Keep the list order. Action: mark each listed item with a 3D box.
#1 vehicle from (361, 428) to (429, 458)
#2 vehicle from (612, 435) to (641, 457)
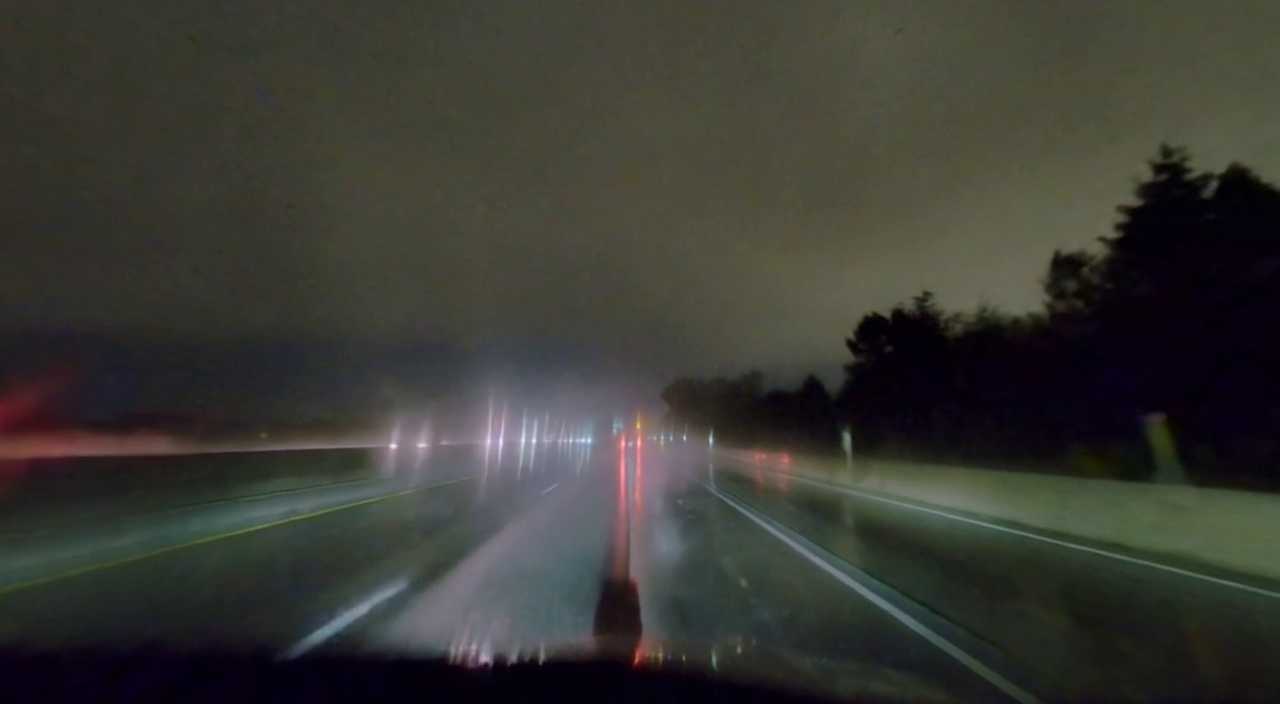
[{"bbox_3d":[-12.994,4.849,33.660,1.888,1.507,4.509,0,-8,0],"label":"vehicle"},{"bbox_3d":[-1.019,6.819,45.806,2.025,1.519,3.924,0,-8,-2],"label":"vehicle"}]
